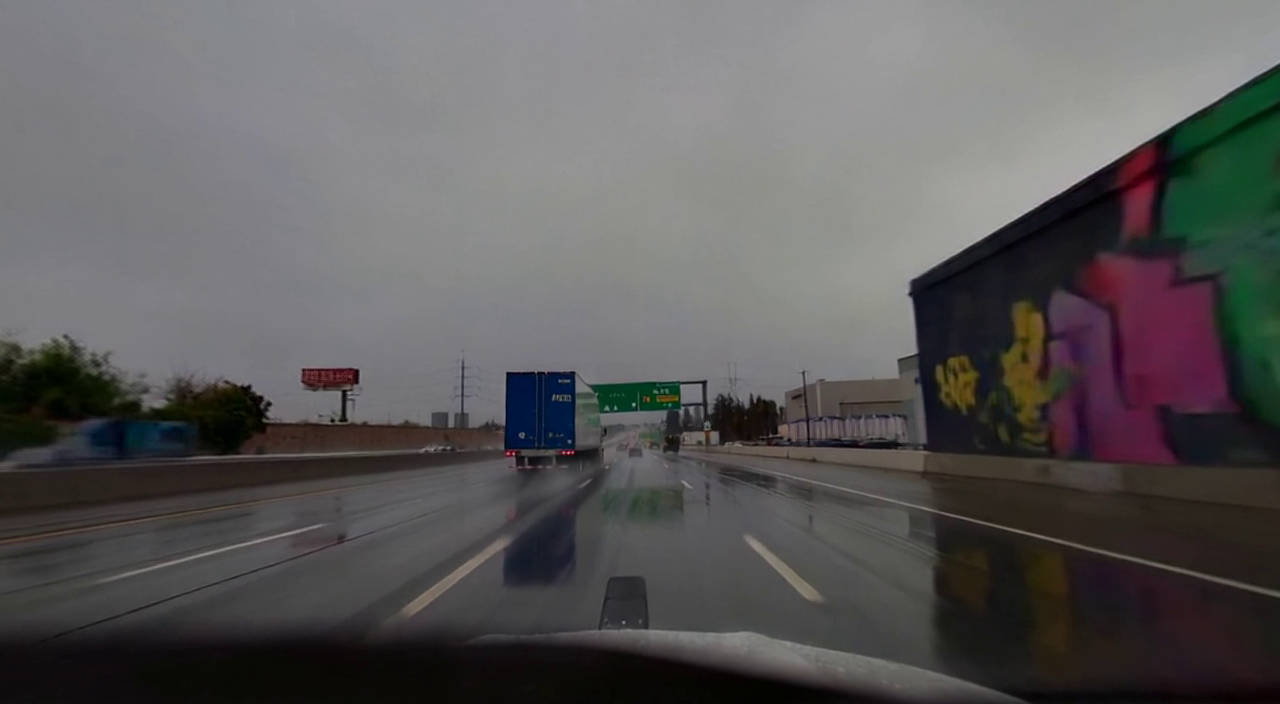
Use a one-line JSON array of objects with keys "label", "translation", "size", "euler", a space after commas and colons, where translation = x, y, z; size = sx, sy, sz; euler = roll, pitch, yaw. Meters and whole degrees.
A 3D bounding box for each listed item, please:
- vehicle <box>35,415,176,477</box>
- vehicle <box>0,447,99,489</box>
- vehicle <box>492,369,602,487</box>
[{"label": "vehicle", "translation": [-31.766, 5.604, 37.878], "size": [2.956, 3.386, 6.009], "euler": [0, -8, 1]}, {"label": "vehicle", "translation": [-24.235, 4.494, 24.727], "size": [1.875, 1.493, 4.610], "euler": [0, -8, 1]}, {"label": "vehicle", "translation": [-3.497, 3.169, 26.449], "size": [2.977, 4.048, 8.890], "euler": [1, -7, 1]}]
